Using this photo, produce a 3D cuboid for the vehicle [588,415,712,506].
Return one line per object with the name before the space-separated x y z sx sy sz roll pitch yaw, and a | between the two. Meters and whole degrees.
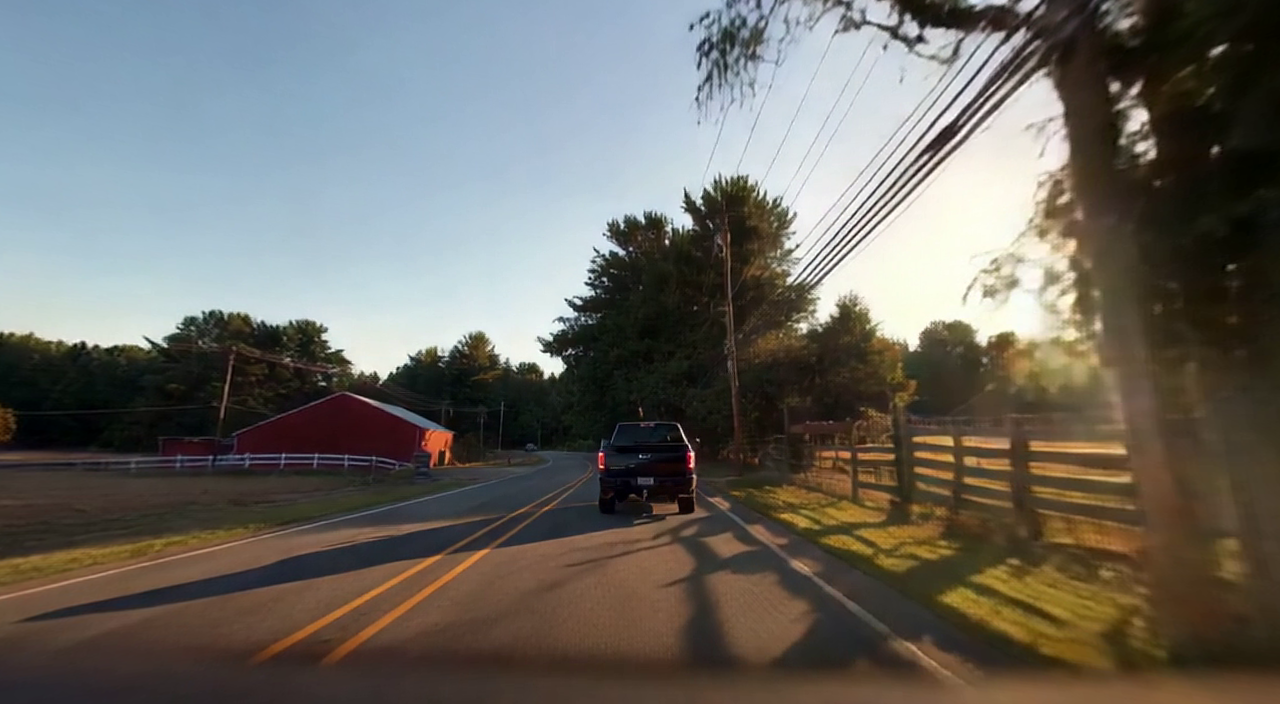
vehicle | 0.111 2.811 16.888 2.693 1.941 6.356 0 -8 -2
